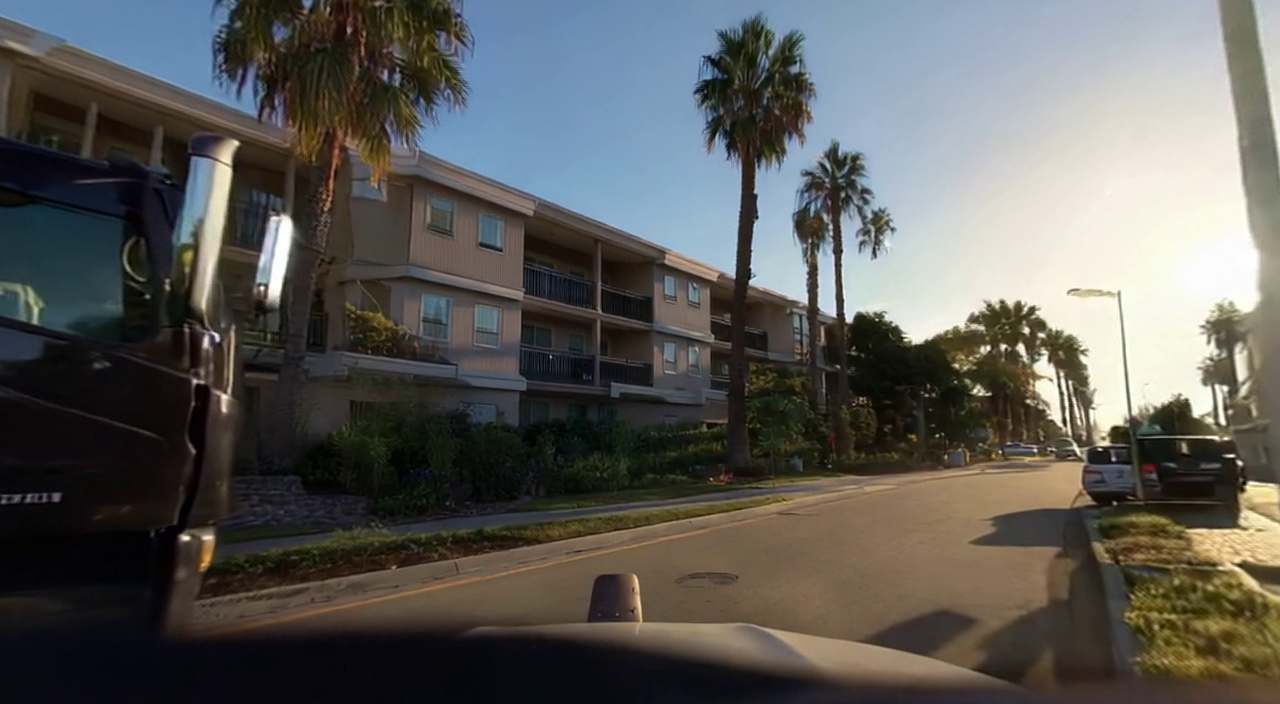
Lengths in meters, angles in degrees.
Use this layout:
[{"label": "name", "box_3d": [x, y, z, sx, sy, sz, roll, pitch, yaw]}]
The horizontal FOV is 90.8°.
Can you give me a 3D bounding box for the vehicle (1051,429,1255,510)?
[{"label": "vehicle", "box_3d": [19.791, 4.440, 24.767, 5.872, 2.468, 2.864, -2, -8, 38]}]
